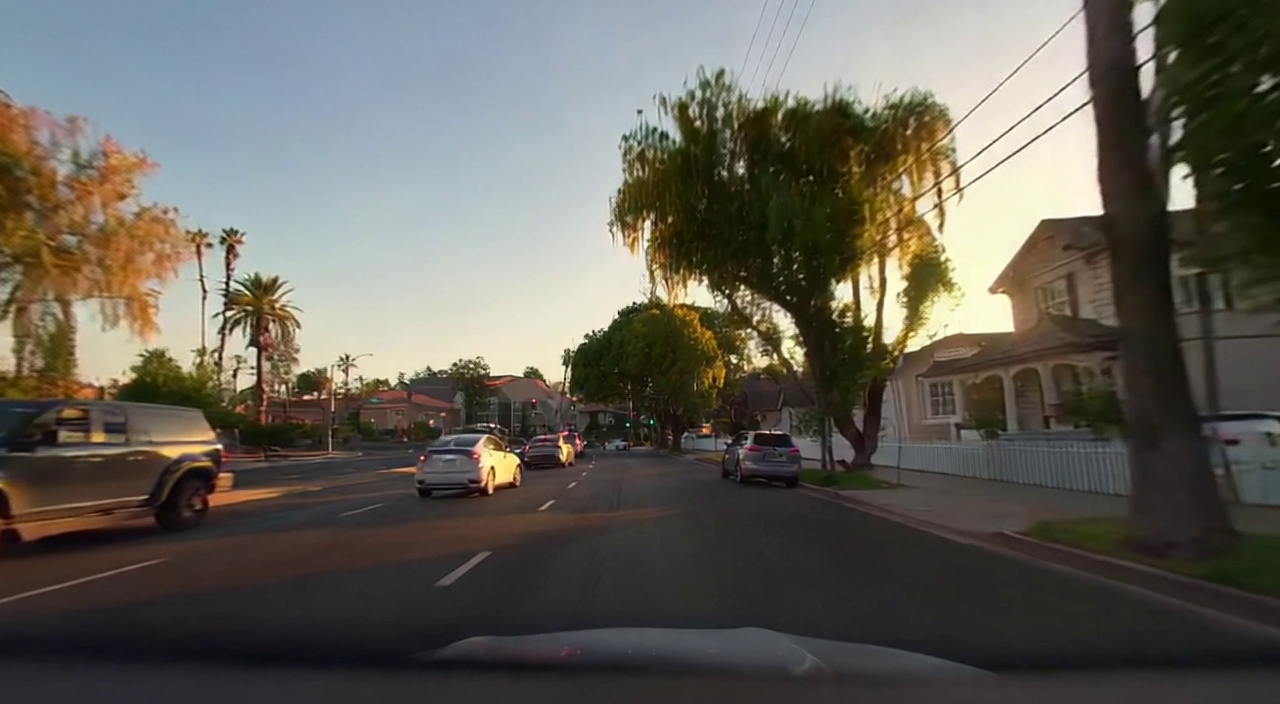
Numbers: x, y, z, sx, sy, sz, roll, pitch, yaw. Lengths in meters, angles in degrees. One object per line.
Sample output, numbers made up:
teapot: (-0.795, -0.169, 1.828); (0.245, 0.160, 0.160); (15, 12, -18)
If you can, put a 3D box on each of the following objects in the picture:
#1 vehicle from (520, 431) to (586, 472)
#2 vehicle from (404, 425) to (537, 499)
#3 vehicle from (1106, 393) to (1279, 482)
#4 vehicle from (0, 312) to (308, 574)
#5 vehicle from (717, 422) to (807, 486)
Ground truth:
vehicle: (-3.686, 4.331, 27.667); (2.181, 1.636, 4.504); (-1, -8, 1)
vehicle: (-4.003, 2.671, 15.737); (2.051, 1.572, 4.207); (-1, -8, 2)
vehicle: (15.009, 2.179, 16.219); (4.864, 2.000, 2.353); (2, -8, -20)
vehicle: (-6.963, 1.141, 7.936); (2.155, 2.399, 6.101); (-1, -8, 1)
vehicle: (3.621, 3.107, 19.525); (1.801, 1.746, 4.325); (0, -8, -2)
